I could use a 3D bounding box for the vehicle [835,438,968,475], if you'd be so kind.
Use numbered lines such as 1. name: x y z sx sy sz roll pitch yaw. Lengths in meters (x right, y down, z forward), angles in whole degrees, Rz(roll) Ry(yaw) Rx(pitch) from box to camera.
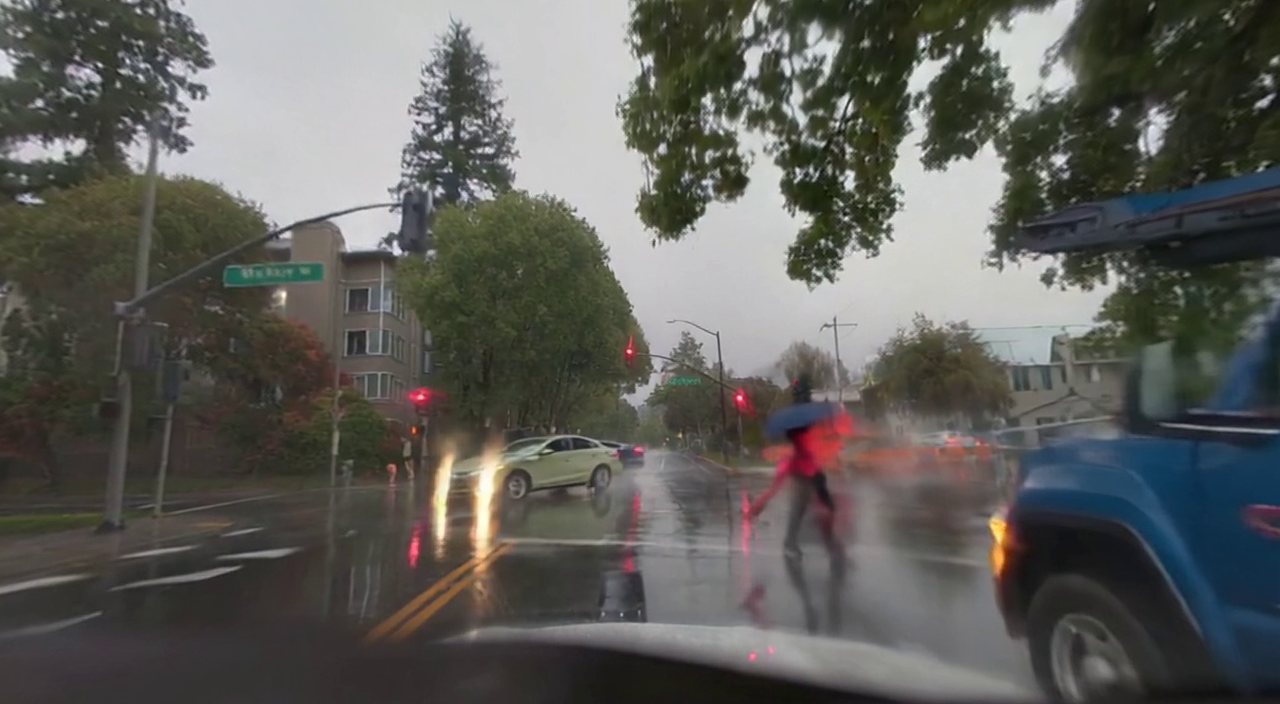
1. vehicle: 11.403 4.525 27.630 5.158 1.470 2.012 -4 -9 26

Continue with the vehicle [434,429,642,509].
1. vehicle: -2.293 2.748 15.415 1.979 1.630 4.771 -8 -11 43

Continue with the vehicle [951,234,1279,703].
1. vehicle: 3.043 0.532 1.032 2.177 2.015 5.463 0 -8 -1
